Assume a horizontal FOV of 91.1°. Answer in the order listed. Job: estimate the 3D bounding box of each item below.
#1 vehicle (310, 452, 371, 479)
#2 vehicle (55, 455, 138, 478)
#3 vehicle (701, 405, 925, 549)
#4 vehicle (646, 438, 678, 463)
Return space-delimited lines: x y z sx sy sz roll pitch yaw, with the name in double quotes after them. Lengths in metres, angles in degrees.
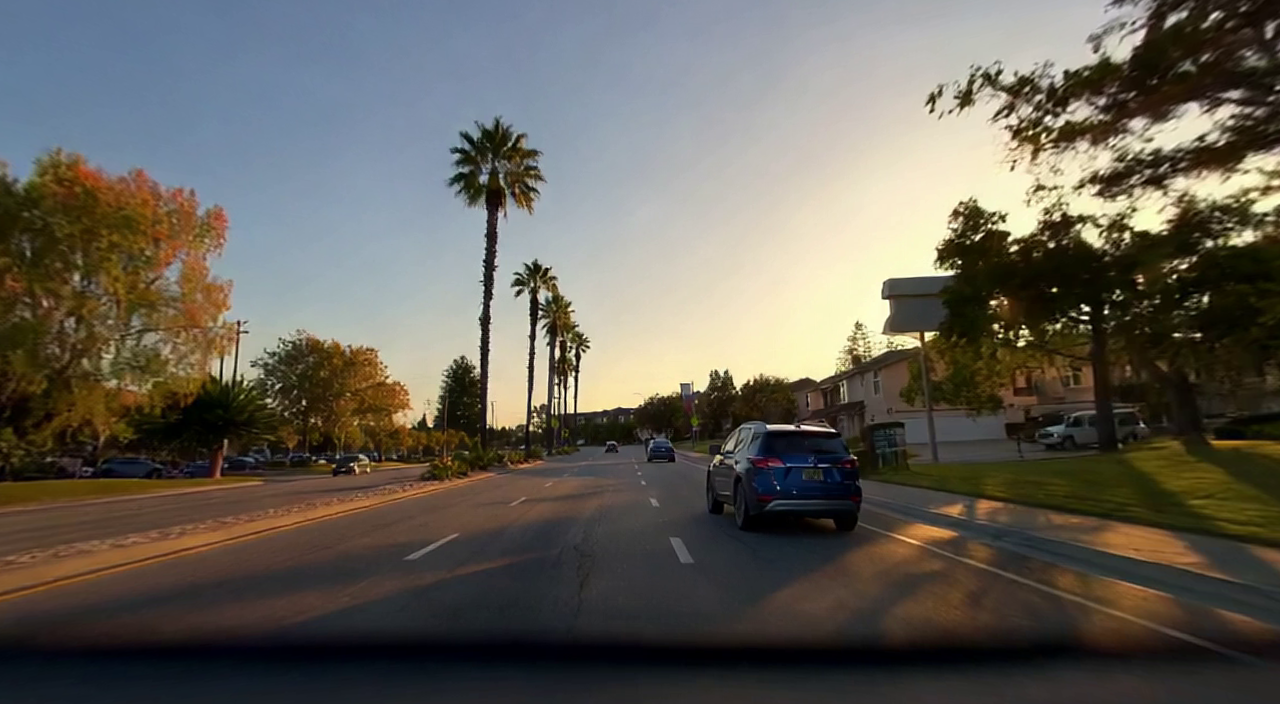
-17.728 6.693 37.408 2.018 1.438 4.448 1 -8 -9 "vehicle"
-37.445 7.860 43.281 4.080 1.476 1.821 -1 -8 4 "vehicle"
2.431 1.929 10.358 2.195 1.804 4.658 0 -8 -2 "vehicle"
1.651 7.621 48.705 2.172 1.768 4.414 0 -8 -2 "vehicle"
